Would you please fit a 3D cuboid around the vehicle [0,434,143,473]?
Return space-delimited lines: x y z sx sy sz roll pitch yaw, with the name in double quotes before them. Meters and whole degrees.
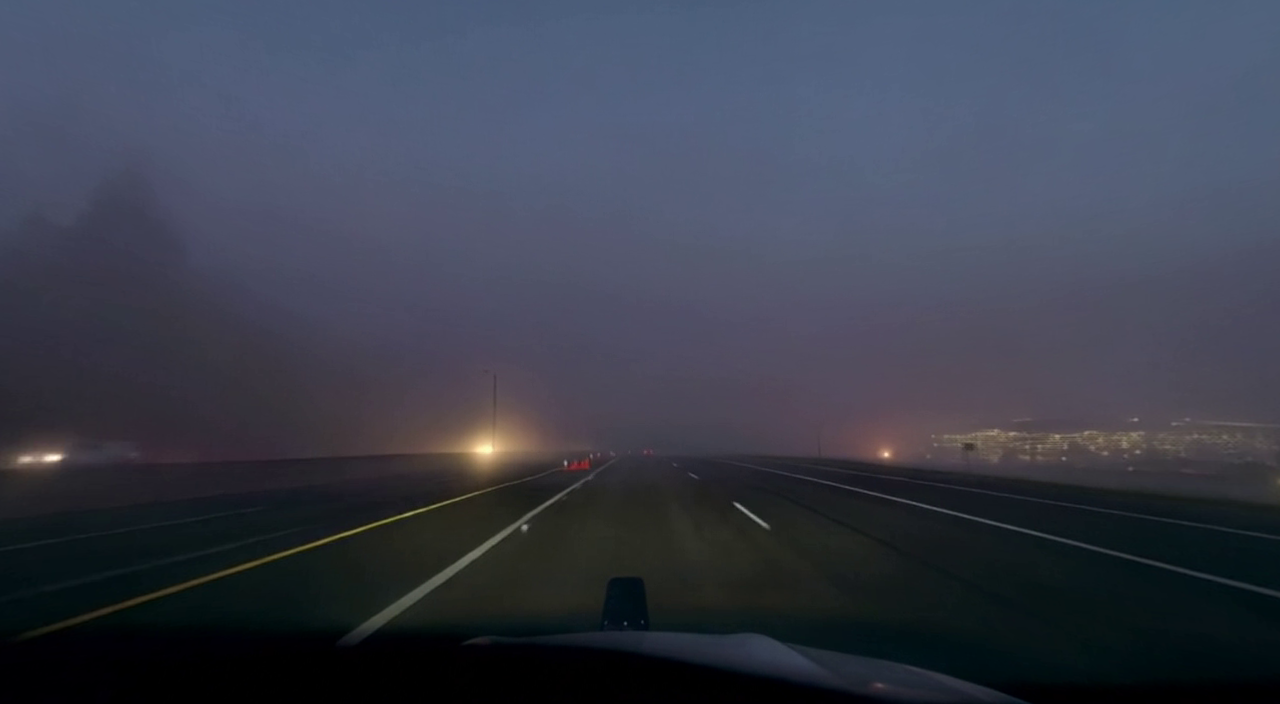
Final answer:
"vehicle" -23.894 4.276 26.692 1.883 1.506 4.574 0 -8 0
